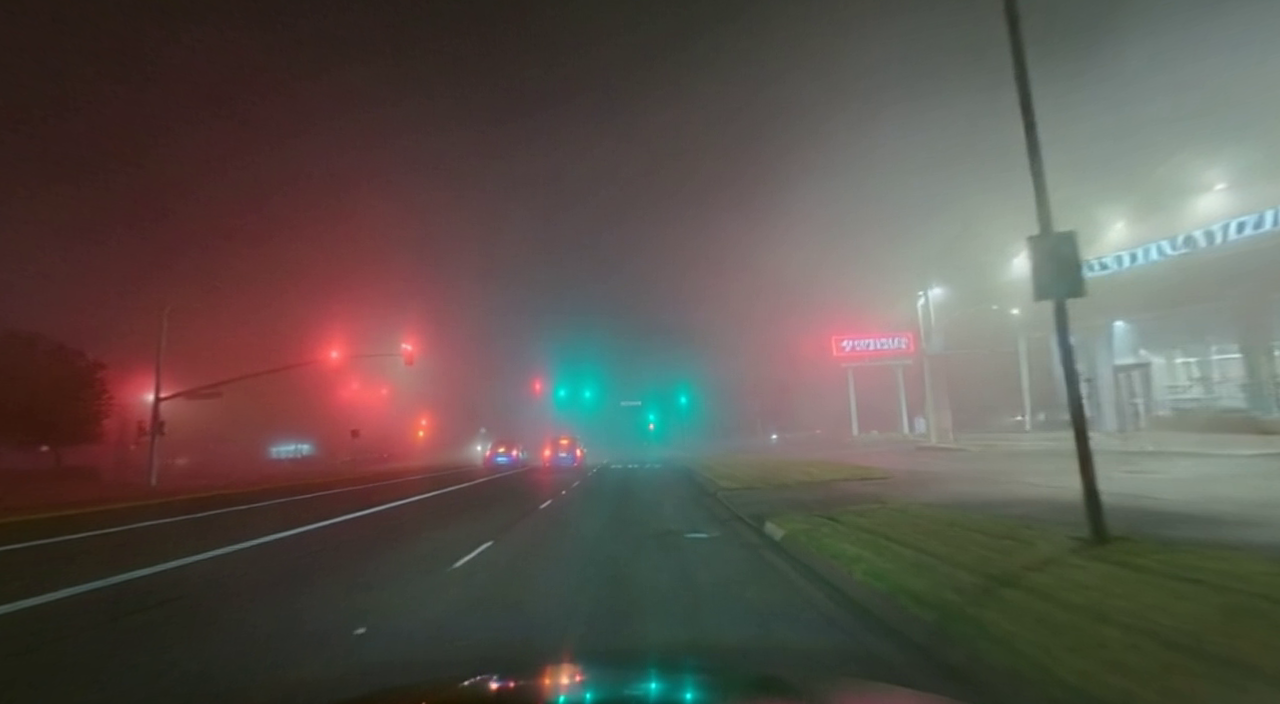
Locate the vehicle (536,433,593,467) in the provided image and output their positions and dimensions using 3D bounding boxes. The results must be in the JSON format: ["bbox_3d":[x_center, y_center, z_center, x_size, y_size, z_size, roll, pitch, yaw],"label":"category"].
[{"bbox_3d":[-3.450,4.596,29.835,2.054,1.449,4.772,0,-8,1],"label":"vehicle"}]

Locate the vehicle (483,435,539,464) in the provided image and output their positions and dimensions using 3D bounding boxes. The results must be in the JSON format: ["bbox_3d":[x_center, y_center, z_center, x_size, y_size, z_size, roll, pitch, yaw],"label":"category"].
[{"bbox_3d":[-6.752,5.160,33.501,1.966,1.439,4.161,0,-8,2],"label":"vehicle"}]
